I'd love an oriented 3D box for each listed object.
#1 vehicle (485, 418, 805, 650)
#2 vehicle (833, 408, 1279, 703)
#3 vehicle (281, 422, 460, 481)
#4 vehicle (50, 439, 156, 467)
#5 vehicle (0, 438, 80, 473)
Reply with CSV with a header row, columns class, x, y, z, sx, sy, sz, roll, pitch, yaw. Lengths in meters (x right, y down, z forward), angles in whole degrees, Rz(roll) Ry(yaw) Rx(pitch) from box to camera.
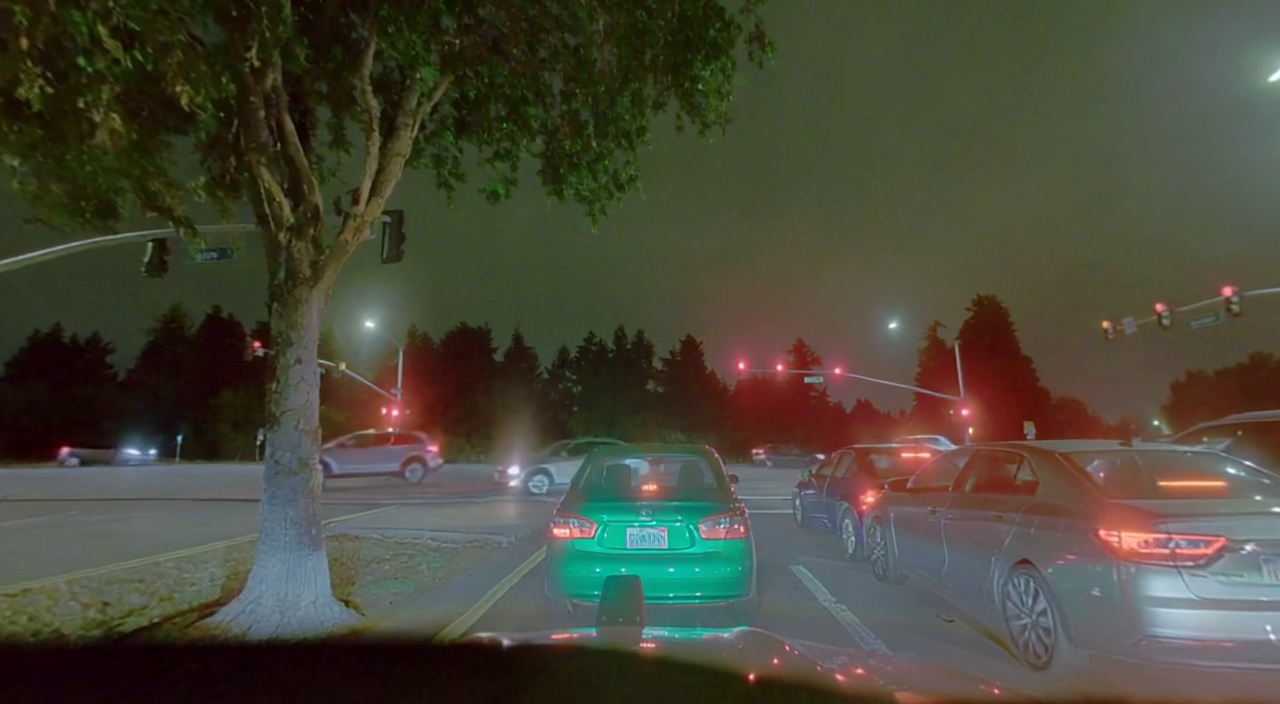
class,x,y,z,sx,sy,sz,roll,pitch,yaw
vehicle,0.025,1.473,6.162,2.026,1.458,4.175,0,-9,0
vehicle,3.093,1.303,4.855,1.861,1.479,4.371,0,-9,0
vehicle,-8.785,3.278,20.996,1.998,1.709,4.984,-8,-11,42
vehicle,-31.840,5.986,37.515,4.754,1.583,1.954,-1,-9,7
vehicle,-30.362,5.018,30.778,4.517,1.637,1.935,-1,-9,8
